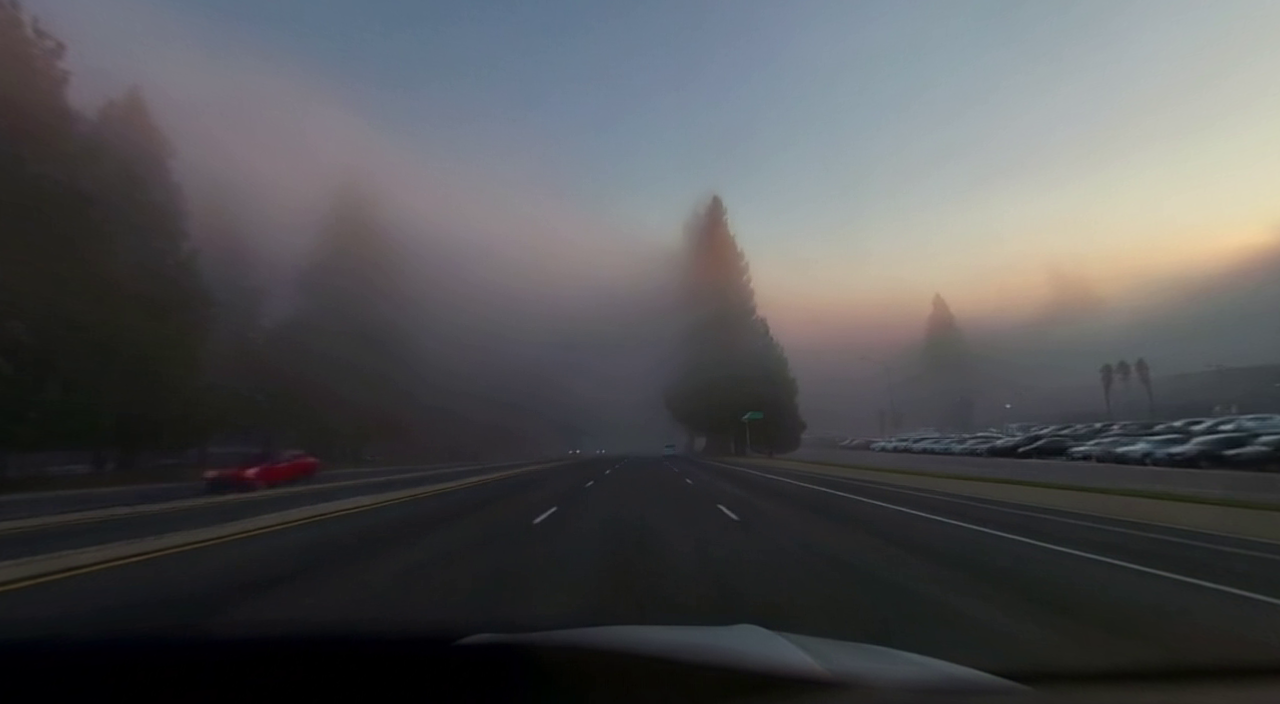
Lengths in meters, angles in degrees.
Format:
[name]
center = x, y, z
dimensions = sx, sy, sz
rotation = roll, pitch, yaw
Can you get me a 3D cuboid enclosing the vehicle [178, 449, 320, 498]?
[vehicle]
center = -13.226, 4.106, 21.781
dimensions = 1.863, 1.456, 4.579
rotation = 0, -8, 1
